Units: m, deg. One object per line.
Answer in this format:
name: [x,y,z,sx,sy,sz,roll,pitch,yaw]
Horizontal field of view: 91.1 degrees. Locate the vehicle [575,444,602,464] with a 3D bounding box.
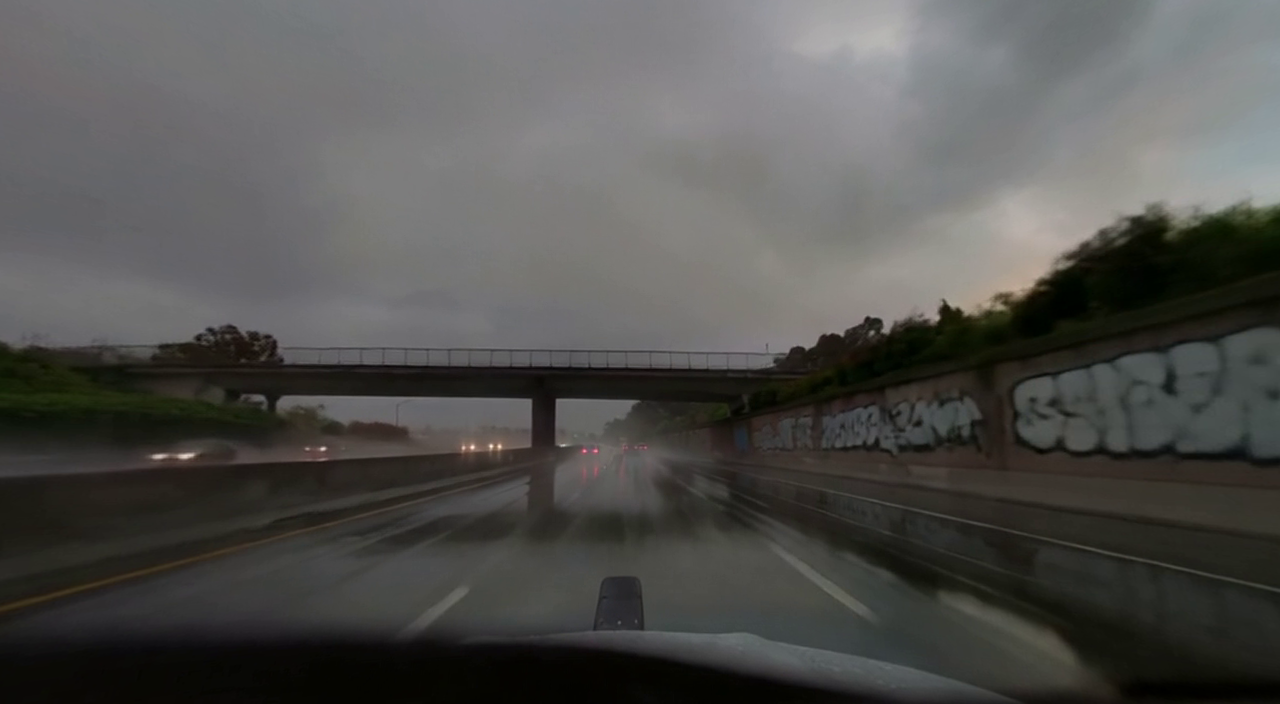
vehicle: [-4.053,8.048,49.579,1.871,1.459,3.771,0,-9,-1]
